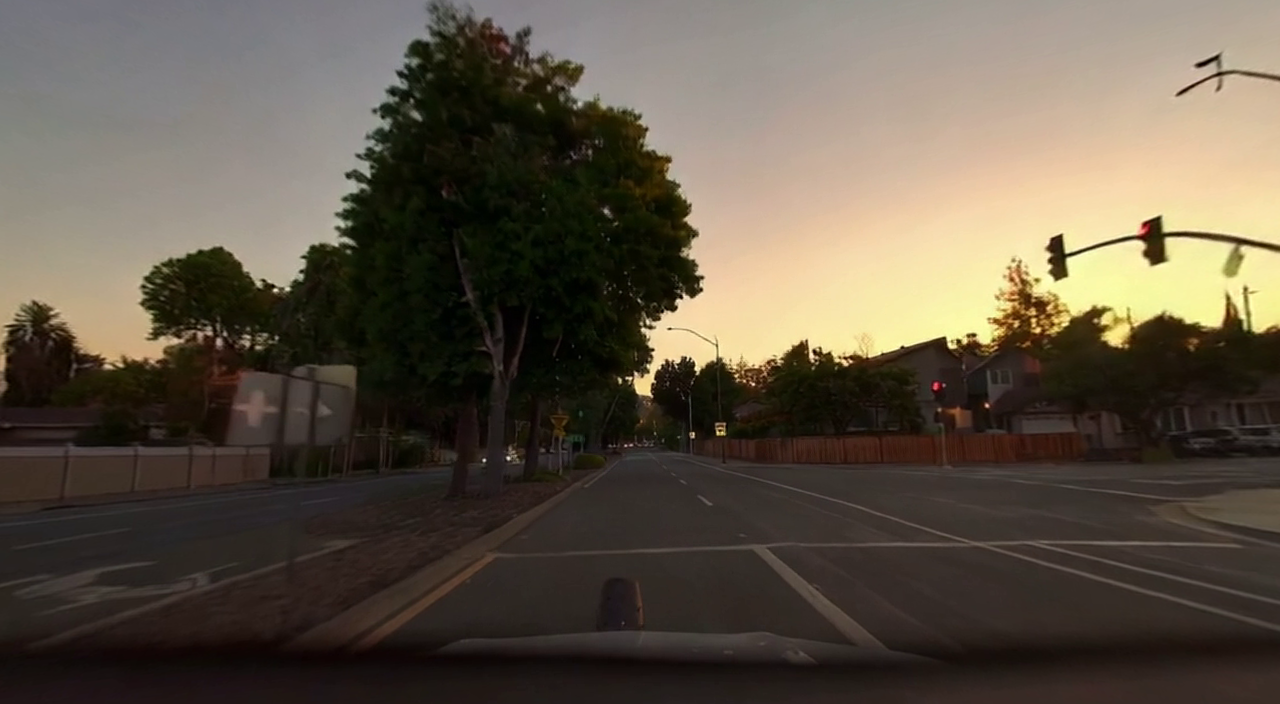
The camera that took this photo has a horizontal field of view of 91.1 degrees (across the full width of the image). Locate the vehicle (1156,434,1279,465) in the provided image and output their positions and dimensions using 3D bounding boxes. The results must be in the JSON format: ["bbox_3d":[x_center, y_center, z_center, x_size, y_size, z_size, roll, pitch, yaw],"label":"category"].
[{"bbox_3d":[26.126,4.417,28.579,1.624,1.311,4.222,0,-8,0],"label":"vehicle"}]
